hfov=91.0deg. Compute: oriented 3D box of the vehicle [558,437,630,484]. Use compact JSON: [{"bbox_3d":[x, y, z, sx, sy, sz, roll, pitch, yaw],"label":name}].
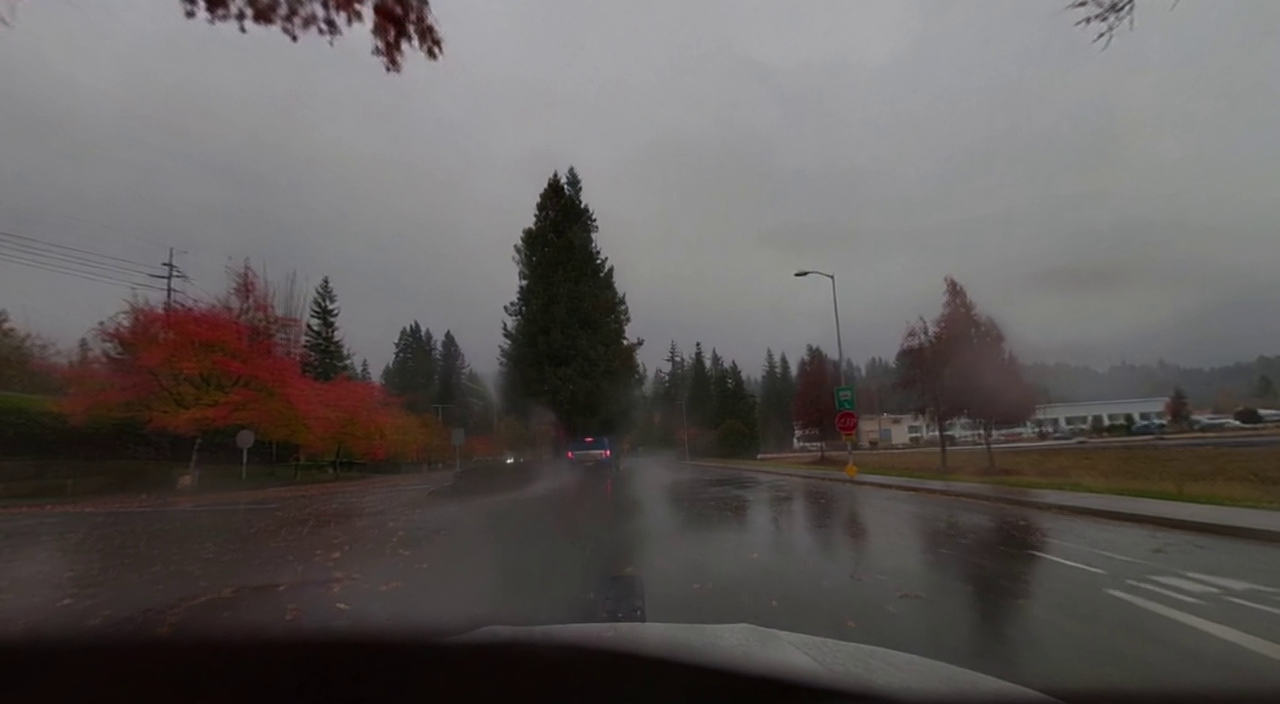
[{"bbox_3d":[-2.051,5.126,30.107,2.284,2.012,5.607,-1,-9,8],"label":"vehicle"}]
